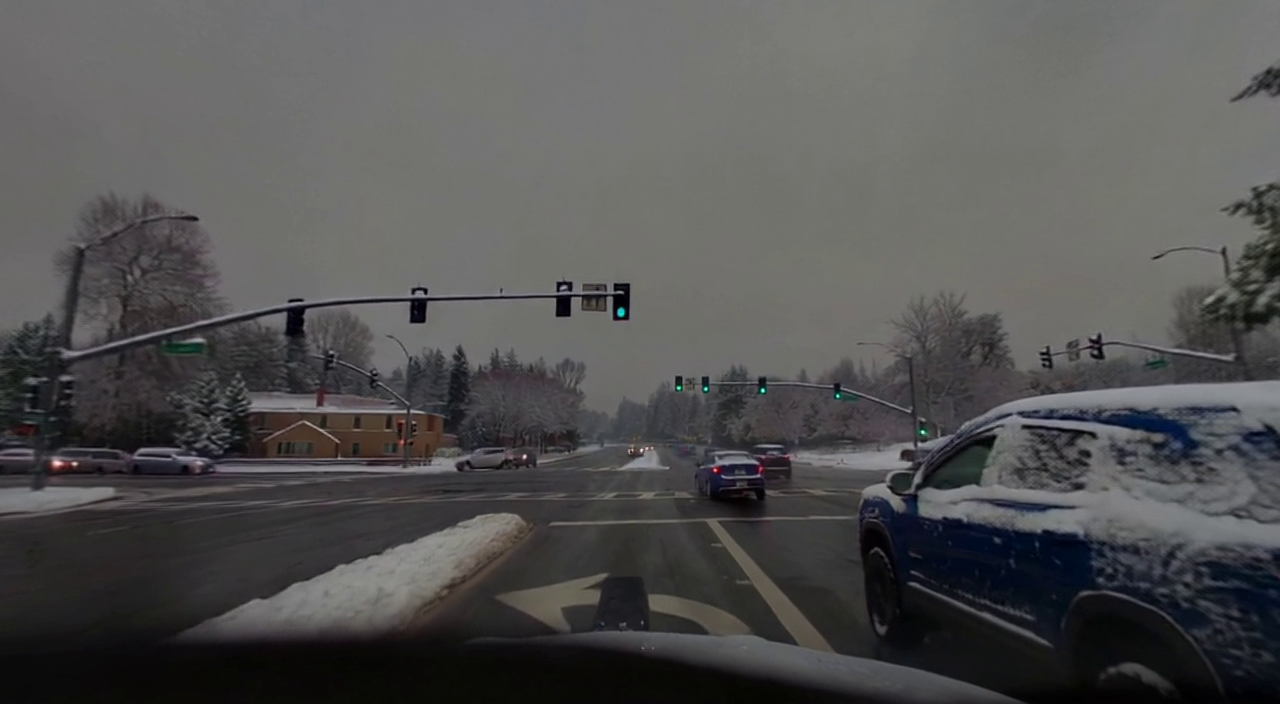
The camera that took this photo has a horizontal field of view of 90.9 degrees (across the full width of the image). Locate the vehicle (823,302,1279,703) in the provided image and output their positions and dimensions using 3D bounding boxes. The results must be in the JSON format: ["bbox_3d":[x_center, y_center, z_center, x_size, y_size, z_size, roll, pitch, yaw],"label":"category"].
[{"bbox_3d":[2.776,0.983,3.330,2.115,1.737,4.642,0,-9,-1],"label":"vehicle"}]

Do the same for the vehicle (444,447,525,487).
[{"bbox_3d":[-7.320,5.300,29.493,2.099,1.705,4.020,7,-11,-38],"label":"vehicle"}]

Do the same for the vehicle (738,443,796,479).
[{"bbox_3d":[6.862,5.955,34.673,2.105,1.830,4.610,0,-9,-1],"label":"vehicle"}]

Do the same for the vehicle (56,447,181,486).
[{"bbox_3d":[-27.769,6.104,33.693,4.689,1.734,2.034,3,-8,-1],"label":"vehicle"}]

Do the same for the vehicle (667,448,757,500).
[{"bbox_3d":[2.222,3.924,20.806,2.009,1.480,4.423,1,-9,-7],"label":"vehicle"}]

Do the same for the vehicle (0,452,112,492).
[{"bbox_3d":[-26.271,5.174,27.387,4.724,1.630,1.968,0,-9,-3],"label":"vehicle"}]
